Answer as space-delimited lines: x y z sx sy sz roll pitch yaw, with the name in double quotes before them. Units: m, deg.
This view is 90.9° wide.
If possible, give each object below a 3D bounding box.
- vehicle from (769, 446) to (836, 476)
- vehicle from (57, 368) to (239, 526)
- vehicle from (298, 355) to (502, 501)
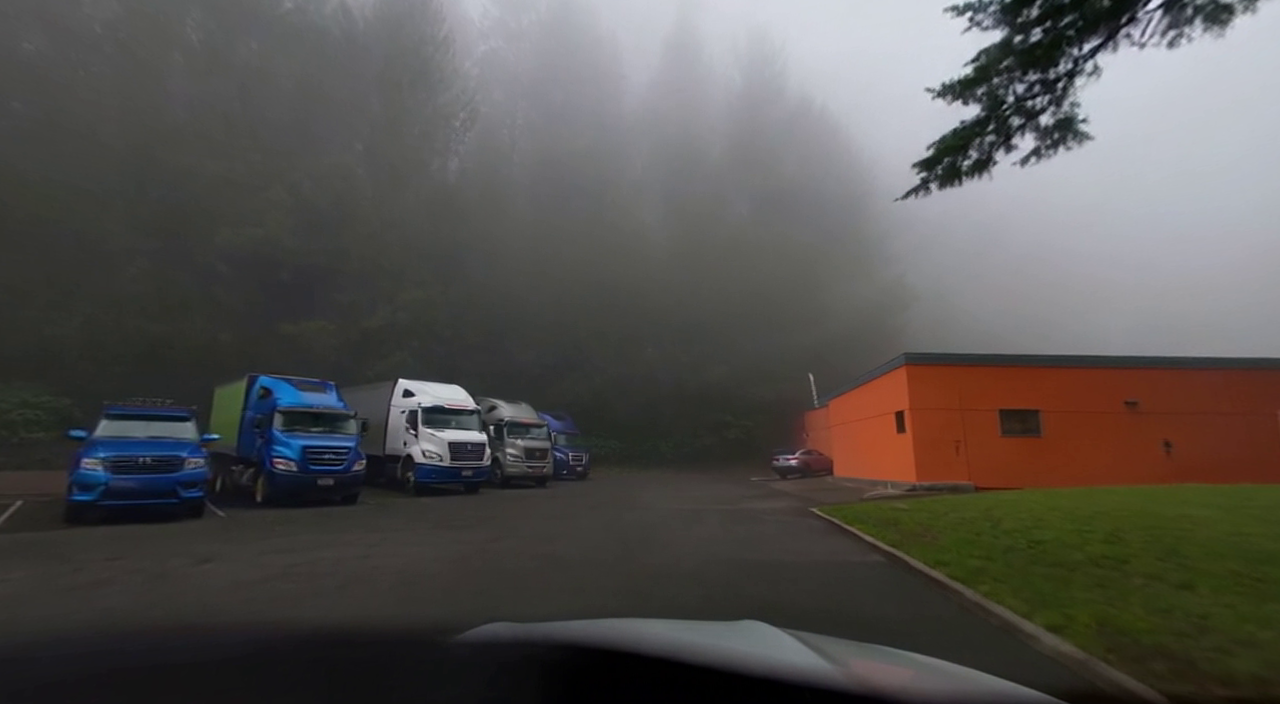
"vehicle" 8.719 5.783 33.696 3.473 1.506 1.809 8 -12 -43
"vehicle" -12.429 2.393 15.885 2.674 3.007 7.819 7 -11 -39
"vehicle" -9.295 2.941 23.007 2.948 4.069 11.906 7 -12 -40
